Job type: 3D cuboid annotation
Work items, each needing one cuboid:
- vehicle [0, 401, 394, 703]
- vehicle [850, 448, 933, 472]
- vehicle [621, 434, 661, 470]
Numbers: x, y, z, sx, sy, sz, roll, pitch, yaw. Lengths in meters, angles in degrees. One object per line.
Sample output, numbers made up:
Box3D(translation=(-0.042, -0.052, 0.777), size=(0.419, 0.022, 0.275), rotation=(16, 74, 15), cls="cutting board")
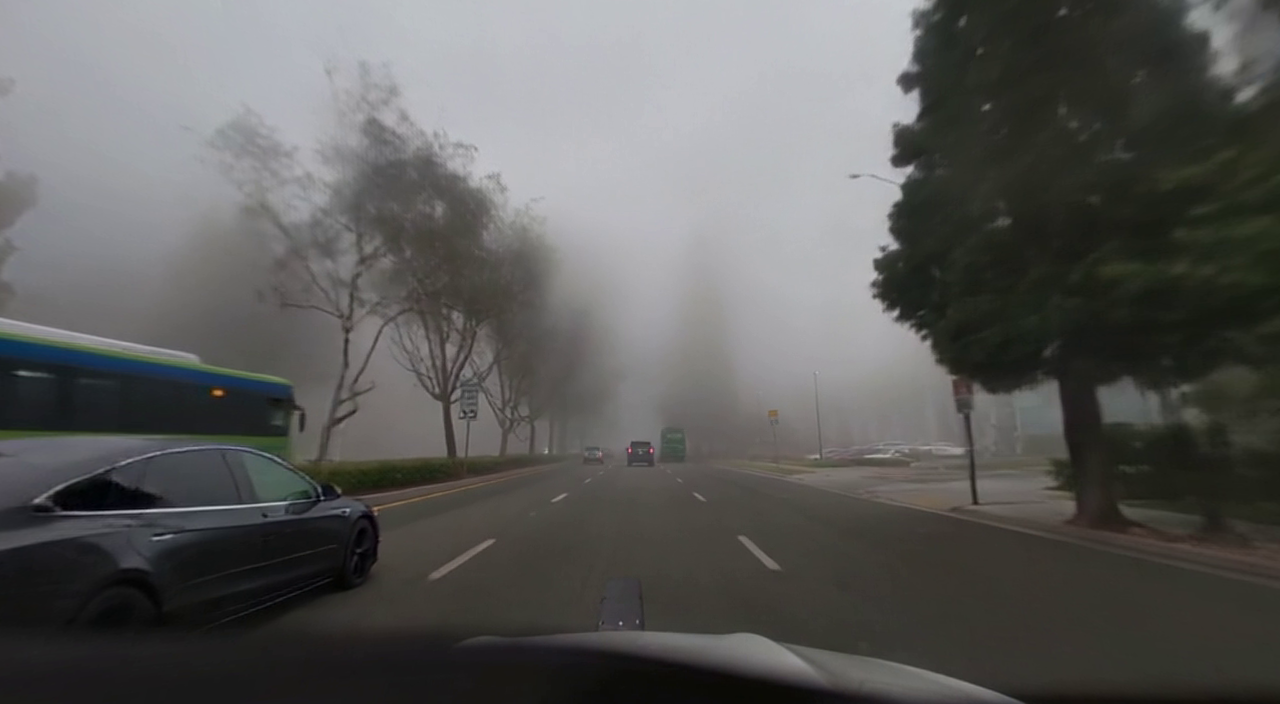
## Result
Box3D(translation=(-3.621, 1.195, 4.184), size=(2.120, 1.481, 4.535), rotation=(0, -9, 0), cls="vehicle")
Box3D(translation=(16.608, 7.129, 41.924), size=(4.682, 1.507, 1.878), rotation=(0, -9, 0), cls="vehicle")
Box3D(translation=(0.061, 6.239, 39.575), size=(2.336, 2.122, 5.207), rotation=(0, -9, 0), cls="vehicle")
